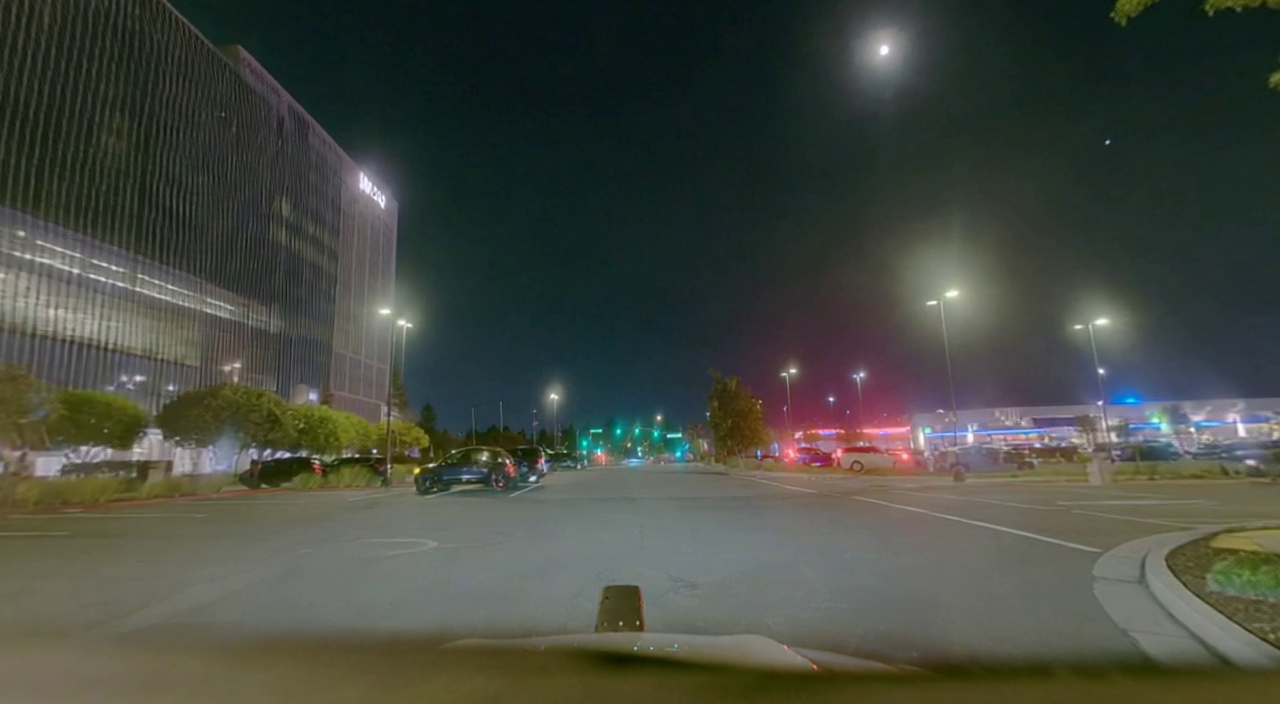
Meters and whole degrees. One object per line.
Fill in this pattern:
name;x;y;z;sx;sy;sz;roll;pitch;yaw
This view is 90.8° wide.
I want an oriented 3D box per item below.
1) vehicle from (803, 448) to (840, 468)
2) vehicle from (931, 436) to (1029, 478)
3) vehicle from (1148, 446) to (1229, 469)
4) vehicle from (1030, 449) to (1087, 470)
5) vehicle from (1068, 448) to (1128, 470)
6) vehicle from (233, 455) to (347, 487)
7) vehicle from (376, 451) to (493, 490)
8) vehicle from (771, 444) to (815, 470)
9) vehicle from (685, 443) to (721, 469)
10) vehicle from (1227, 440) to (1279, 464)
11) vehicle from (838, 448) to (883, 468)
vehicle;14.203;8.300;49.642;1.935;1.477;3.719;0;-8;3
vehicle;16.476;5.099;30.975;2.048;1.852;4.998;0;-9;1
vehicle;37.013;7.119;42.784;1.678;1.423;4.191;0;-8;-1
vehicle;28.330;7.290;42.883;1.495;1.371;3.336;-1;-9;-2
vehicle;31.289;7.309;43.251;1.519;1.371;3.278;0;-8;-1
vehicle;-16.748;5.687;30.366;4.331;1.437;1.876;0;-8;2
vehicle;-8.712;4.976;26.904;4.442;1.504;1.809;5;-10;-28
vehicle;10.522;7.207;43.720;1.936;1.673;4.305;0;-8;0
vehicle;4.617;7.752;47.298;2.262;1.794;5.331;0;-8;1
vehicle;43.059;6.810;43.077;1.758;1.572;4.421;0;-8;1
vehicle;17.051;8.223;49.087;1.971;1.478;4.477;0;-8;1
